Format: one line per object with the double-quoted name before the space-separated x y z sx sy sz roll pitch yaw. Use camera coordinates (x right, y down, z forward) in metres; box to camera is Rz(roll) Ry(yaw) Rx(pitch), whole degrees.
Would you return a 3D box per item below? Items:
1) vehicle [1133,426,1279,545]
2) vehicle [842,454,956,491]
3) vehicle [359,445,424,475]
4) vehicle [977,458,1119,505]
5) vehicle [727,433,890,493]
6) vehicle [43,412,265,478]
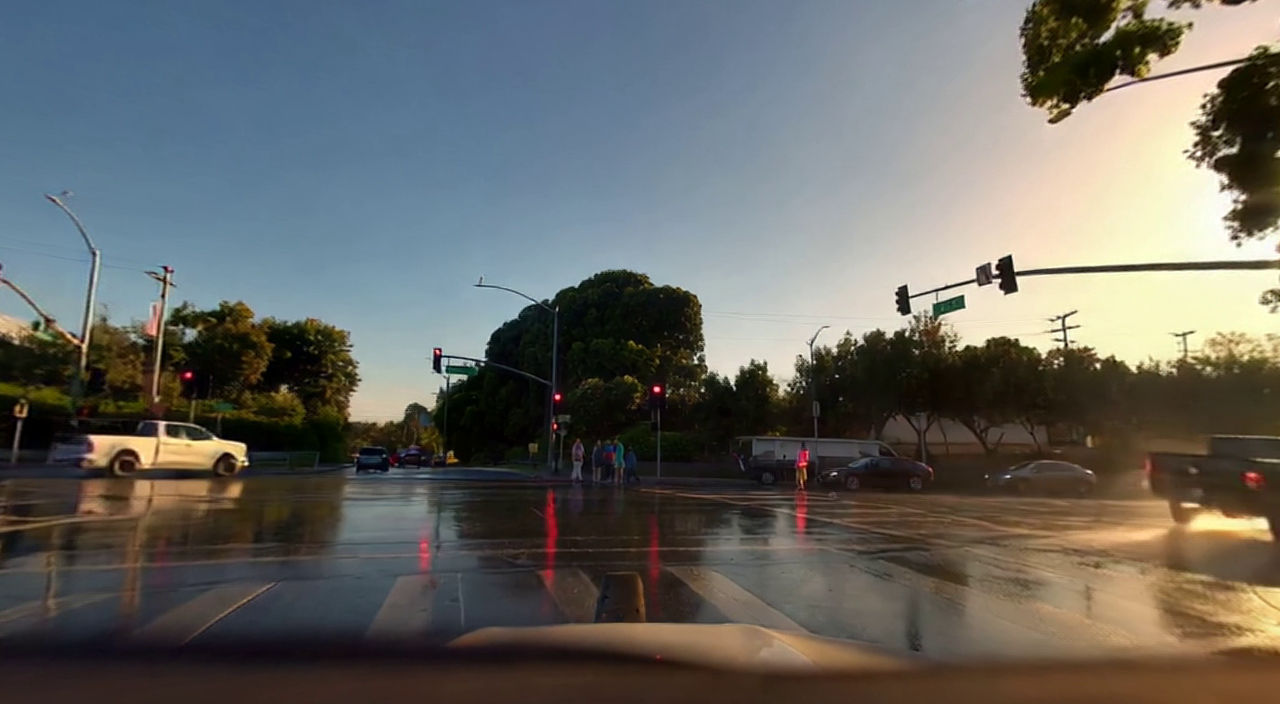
"vehicle" 15.535 3.038 14.862 5.978 2.400 2.851 3 -9 -14
"vehicle" 12.086 5.639 29.552 4.537 1.608 1.827 1 -9 -6
"vehicle" -13.619 5.948 34.829 1.964 1.525 4.750 1 -9 -4
"vehicle" 16.175 5.111 25.099 4.356 1.498 1.957 -2 -8 -5
"vehicle" 6.274 4.187 23.770 5.535 1.896 2.170 4 -9 -7
"vehicle" -16.875 3.310 22.299 2.243 2.011 5.631 -5 -10 29
